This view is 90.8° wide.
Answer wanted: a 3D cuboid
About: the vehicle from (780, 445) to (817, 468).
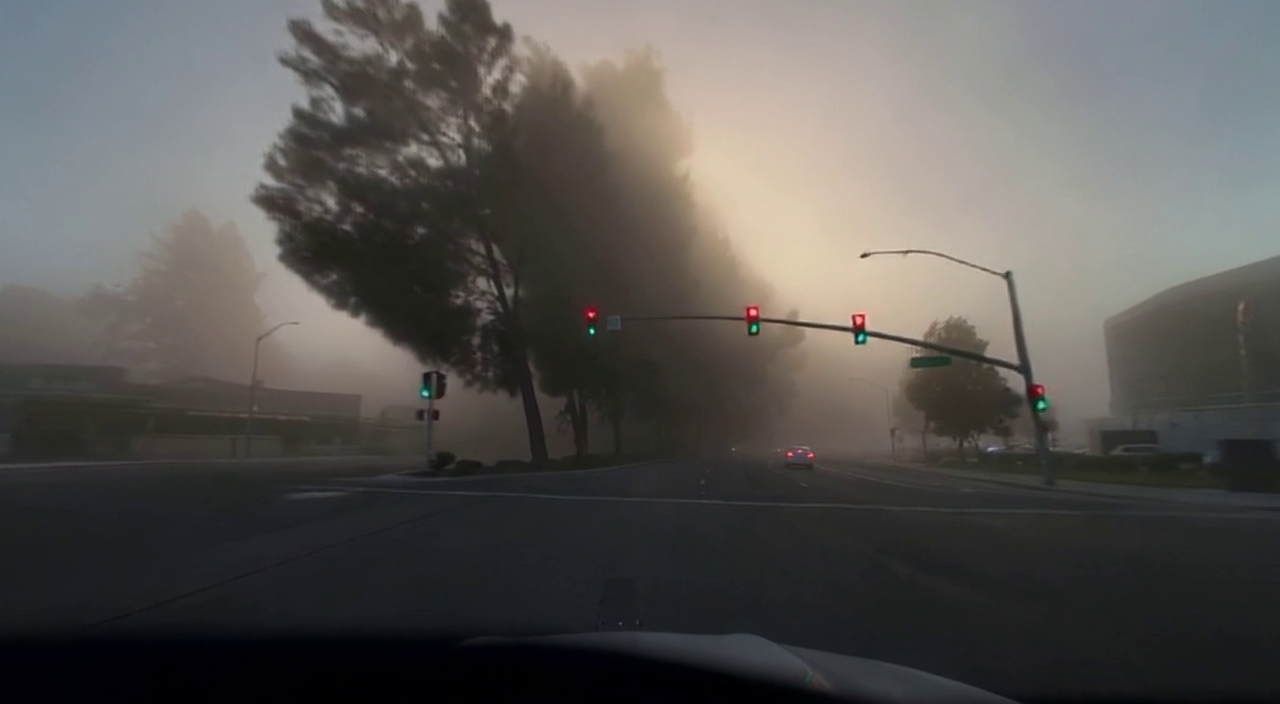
[{"bbox_3d":[10.740,7.088,43.160,1.988,1.460,3.996,-1,-9,8],"label":"vehicle"}]
